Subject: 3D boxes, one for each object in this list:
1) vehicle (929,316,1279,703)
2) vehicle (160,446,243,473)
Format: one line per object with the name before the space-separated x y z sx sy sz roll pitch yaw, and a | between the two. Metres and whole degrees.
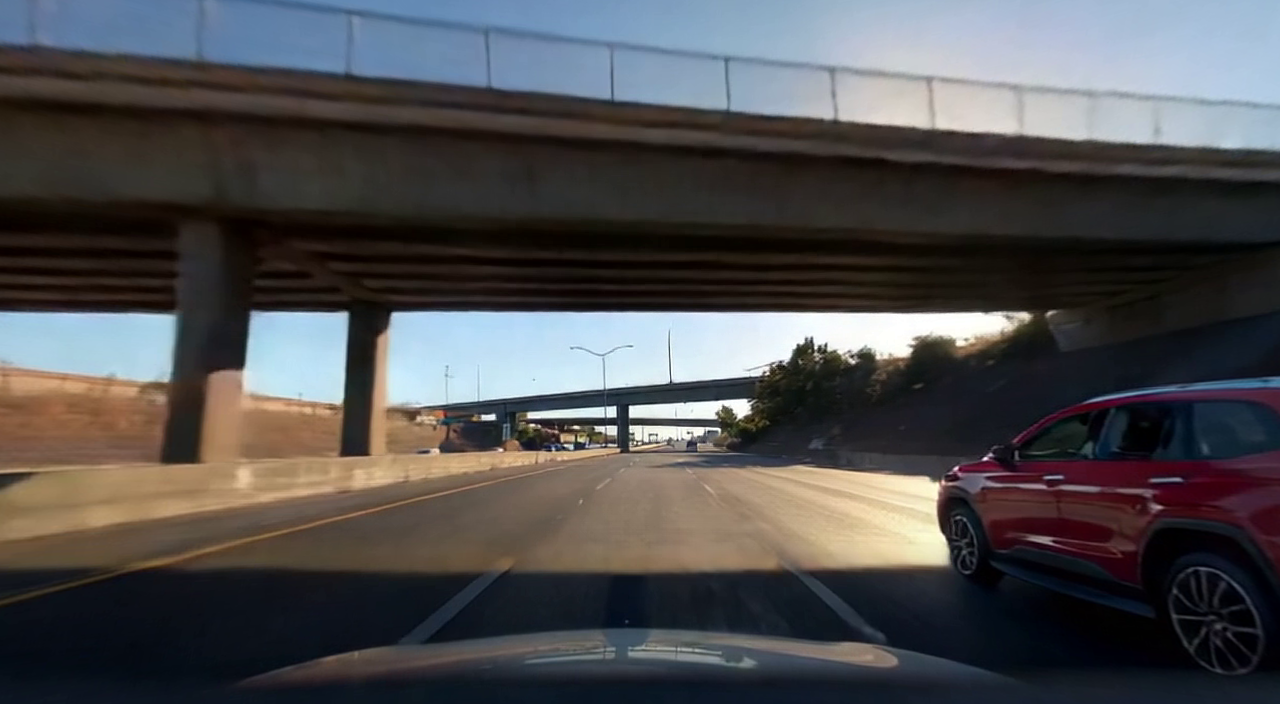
vehicle | 3.593 0.850 3.335 2.019 1.732 4.579 0 -8 1
vehicle | -29.421 7.191 42.491 1.935 1.691 4.440 -2 -9 9
